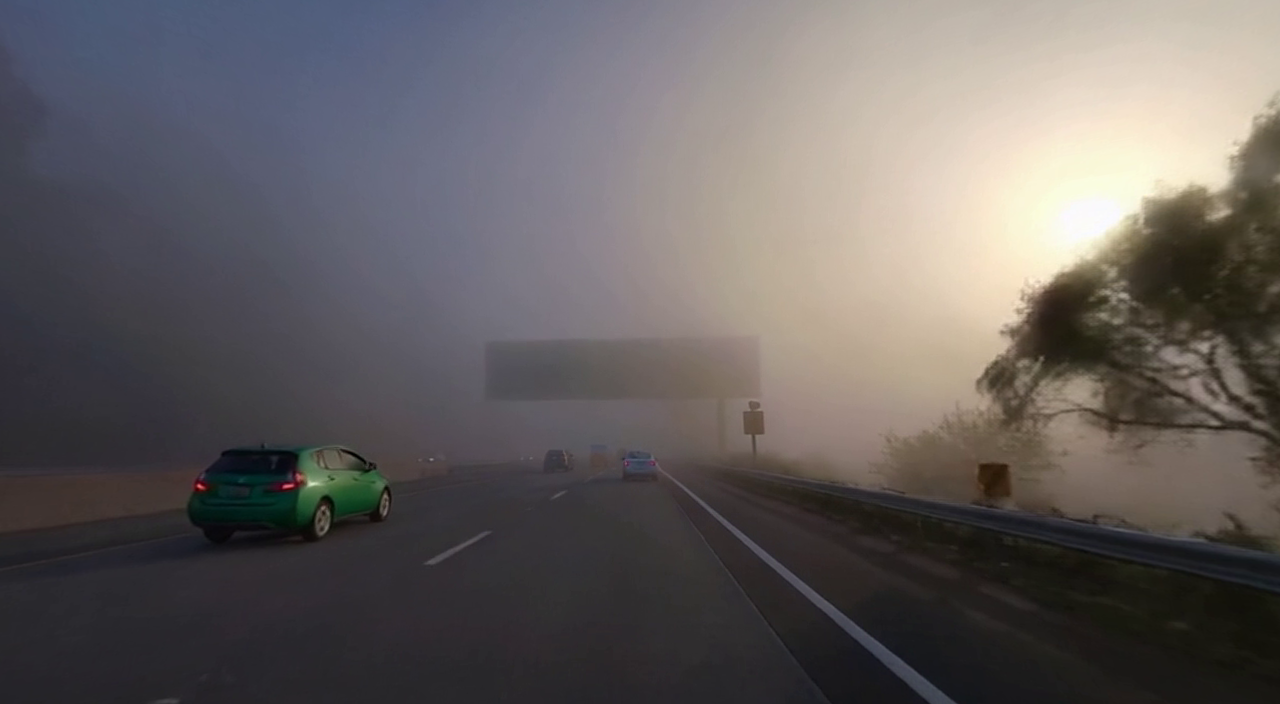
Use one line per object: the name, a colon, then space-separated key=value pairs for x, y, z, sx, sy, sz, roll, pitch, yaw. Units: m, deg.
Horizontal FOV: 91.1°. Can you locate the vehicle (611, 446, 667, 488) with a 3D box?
vehicle: x=-0.057 y=4.293 z=23.780 sx=1.940 sy=1.451 sz=3.512 roll=0 pitch=-9 yaw=-1

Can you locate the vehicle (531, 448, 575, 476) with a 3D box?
vehicle: x=-4.928 y=6.269 z=36.182 sx=1.892 sy=1.481 sz=4.180 roll=0 pitch=-9 yaw=0

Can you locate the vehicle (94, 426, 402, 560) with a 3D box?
vehicle: x=-5.609 y=2.055 z=9.837 sx=2.058 sy=1.626 sz=4.118 roll=0 pitch=-9 yaw=2
